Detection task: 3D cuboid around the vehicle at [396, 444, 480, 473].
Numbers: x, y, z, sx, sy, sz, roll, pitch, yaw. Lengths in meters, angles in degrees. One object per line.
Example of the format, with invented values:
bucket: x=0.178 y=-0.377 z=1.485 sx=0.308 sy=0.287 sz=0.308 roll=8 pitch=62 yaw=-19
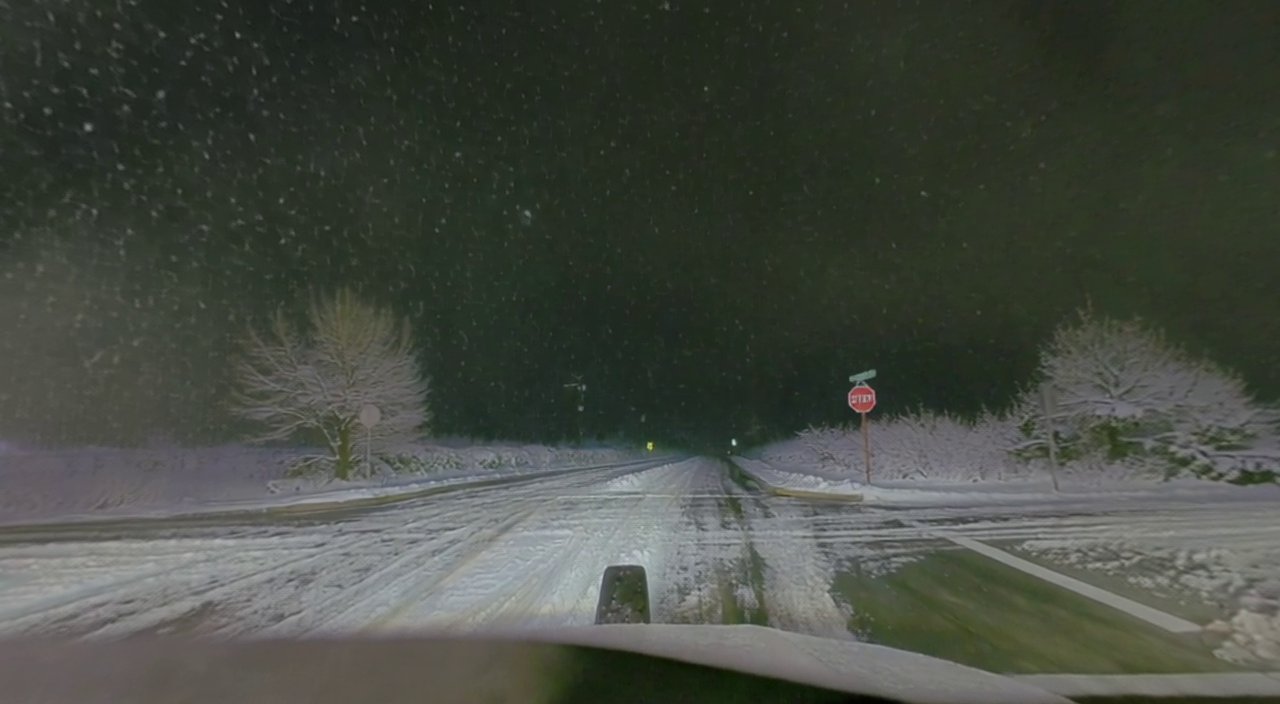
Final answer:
vehicle: x=-12.683 y=6.696 z=39.714 sx=4.590 sy=1.735 sz=1.973 roll=0 pitch=-9 yaw=2
